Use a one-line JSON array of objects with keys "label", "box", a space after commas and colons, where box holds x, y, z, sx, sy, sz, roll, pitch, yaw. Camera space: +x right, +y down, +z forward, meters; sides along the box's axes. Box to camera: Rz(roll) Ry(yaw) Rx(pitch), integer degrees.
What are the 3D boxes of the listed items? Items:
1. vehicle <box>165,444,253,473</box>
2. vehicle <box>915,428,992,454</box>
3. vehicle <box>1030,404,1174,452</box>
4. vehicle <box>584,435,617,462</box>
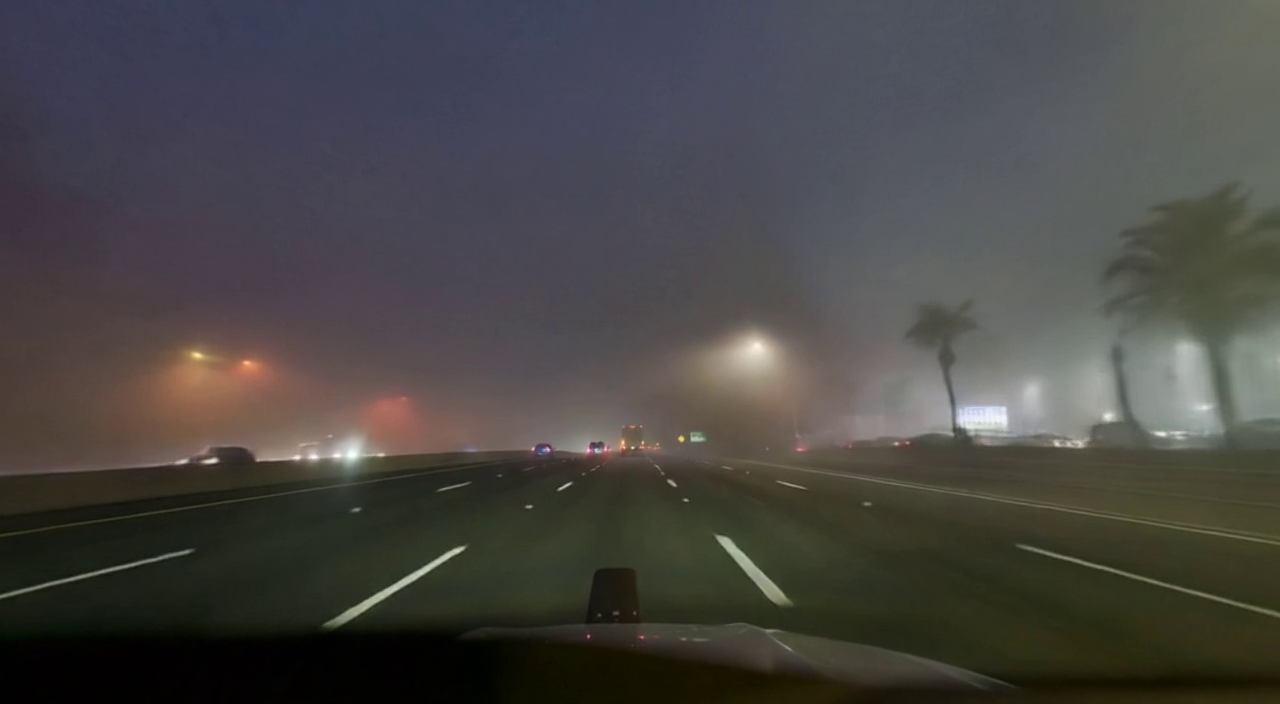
[{"label": "vehicle", "box": [-26.257, 6.479, 38.705, 2.196, 1.608, 4.473, 0, -8, 0]}, {"label": "vehicle", "box": [23.556, 6.695, 47.543, 4.675, 1.823, 2.059, 0, -8, -2]}, {"label": "vehicle", "box": [23.821, 3.959, 32.717, 5.716, 2.092, 2.177, -2, -11, -4]}, {"label": "vehicle", "box": [-3.075, 7.590, 49.845, 2.390, 2.007, 4.901, 0, -8, -1]}]
